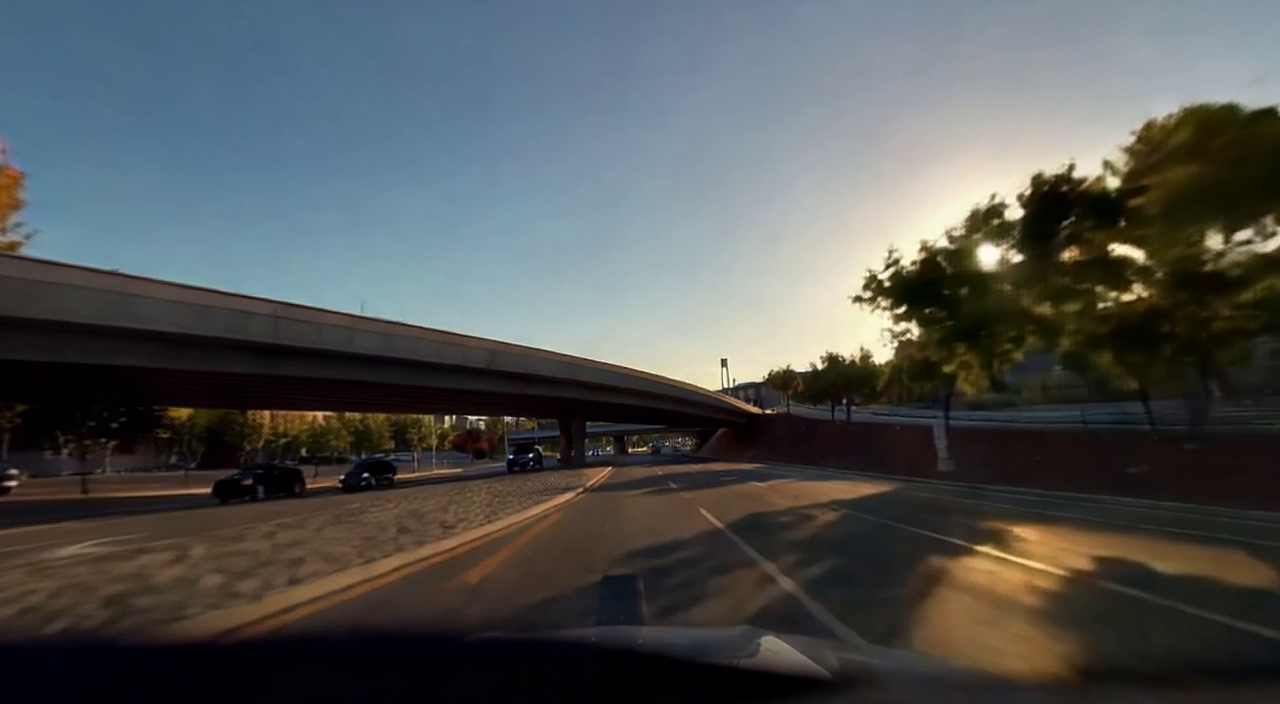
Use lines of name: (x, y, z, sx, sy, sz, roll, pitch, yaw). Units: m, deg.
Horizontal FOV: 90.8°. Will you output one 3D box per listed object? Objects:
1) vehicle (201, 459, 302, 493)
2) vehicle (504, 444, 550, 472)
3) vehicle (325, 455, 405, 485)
vehicle: (-19.057, 6.074, 31.289, 2.001, 1.468, 4.746, 0, -9, 0)
vehicle: (-8.480, 7.954, 47.809, 2.312, 1.970, 5.878, 0, -9, 1)
vehicle: (-15.157, 6.510, 35.214, 2.167, 1.506, 4.924, 0, -9, 1)
